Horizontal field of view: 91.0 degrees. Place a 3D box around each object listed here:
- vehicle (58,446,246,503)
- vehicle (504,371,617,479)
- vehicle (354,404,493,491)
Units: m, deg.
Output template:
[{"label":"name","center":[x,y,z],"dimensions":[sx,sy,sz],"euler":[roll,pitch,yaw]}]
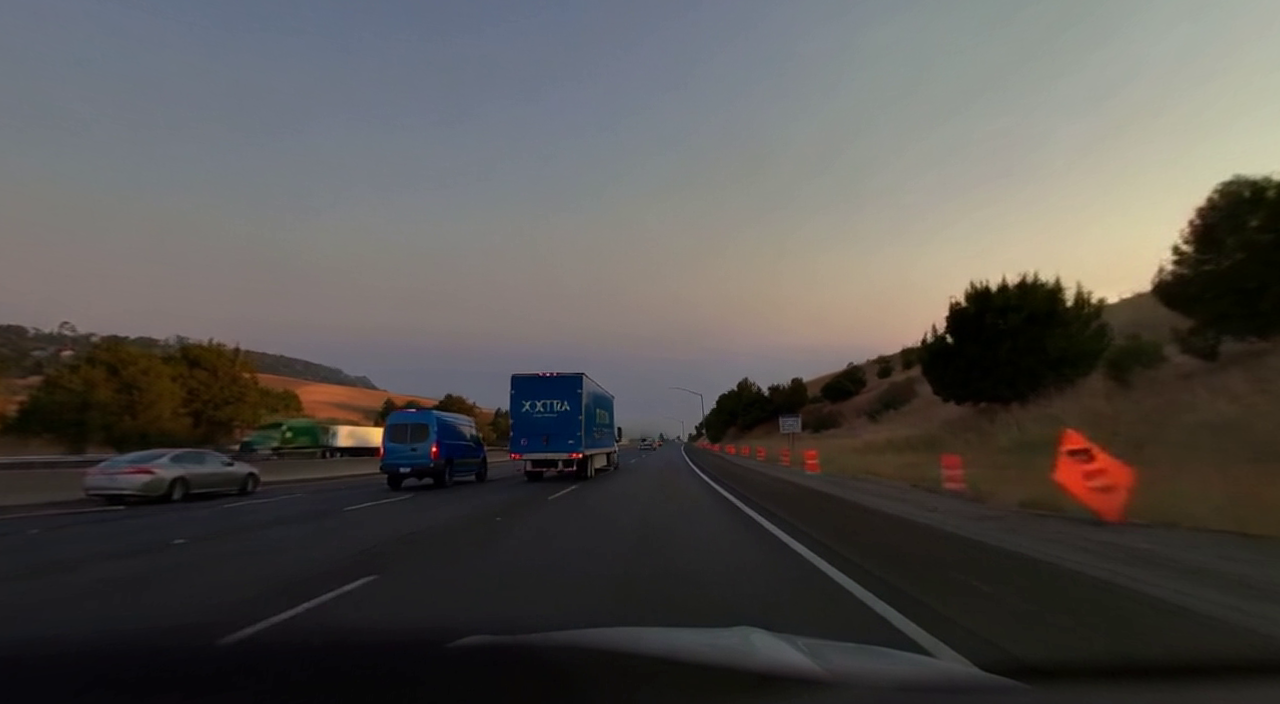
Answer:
[{"label":"vehicle","center":[-14.667,3.661,19.384],"dimensions":[1.901,1.487,4.622],"euler":[0,-8,3]},{"label":"vehicle","center":[-3.145,3.422,28.425],"dimensions":[3.183,4.011,9.617],"euler":[0,-8,4]},{"label":"vehicle","center":[-7.260,3.327,22.115],"dimensions":[2.469,2.615,5.874],"euler":[0,-8,3]}]
